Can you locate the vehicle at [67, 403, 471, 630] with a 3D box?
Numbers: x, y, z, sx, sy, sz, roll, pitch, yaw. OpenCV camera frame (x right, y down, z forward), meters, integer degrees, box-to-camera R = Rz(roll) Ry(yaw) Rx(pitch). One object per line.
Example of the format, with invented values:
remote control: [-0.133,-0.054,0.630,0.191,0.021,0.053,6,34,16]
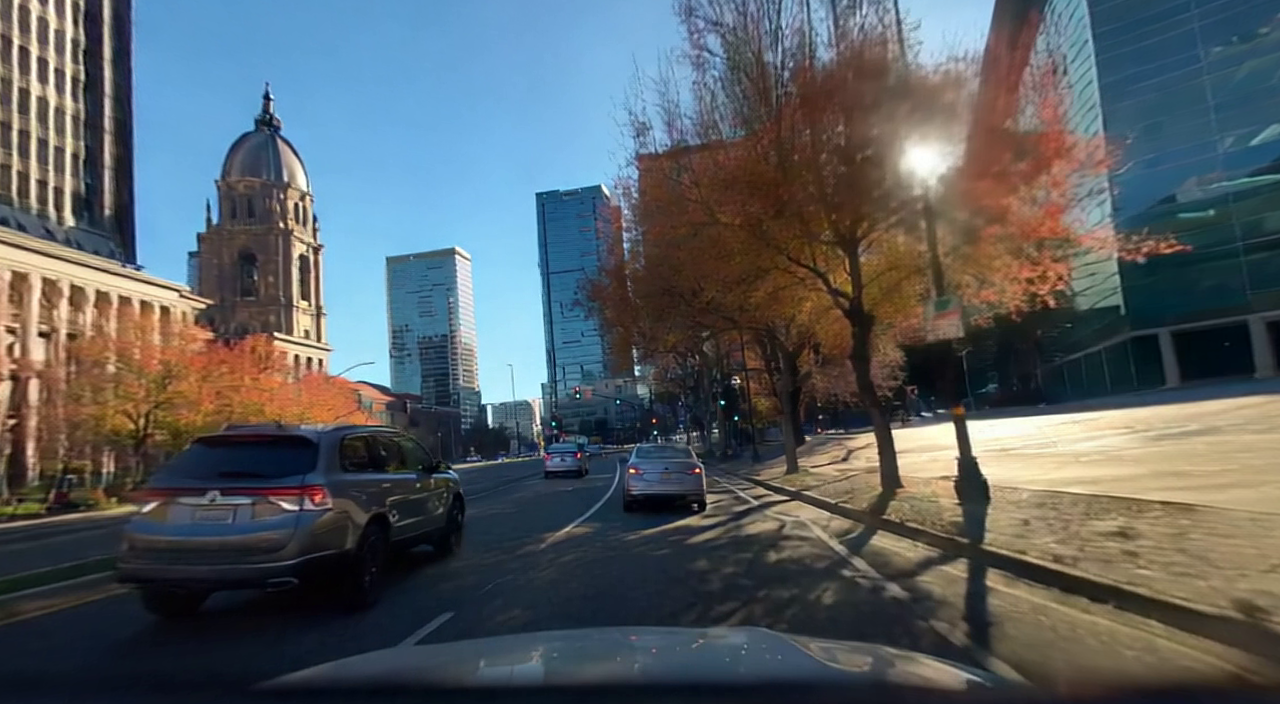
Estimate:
vehicle: [-3.211,1.476,6.509,1.848,1.641,3.686,0,-9,1]

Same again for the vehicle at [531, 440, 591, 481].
vehicle: [-3.125,4.379,25.808,1.961,1.517,4.202,0,-9,-1]

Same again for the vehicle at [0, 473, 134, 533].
vehicle: [-20.951,5.312,22.627,1.864,1.688,4.558,0,-9,-2]

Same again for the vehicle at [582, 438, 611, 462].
vehicle: [-3.329,7.599,49.041,1.969,1.764,4.160,0,-9,-1]

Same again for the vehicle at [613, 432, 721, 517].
vehicle: [0.425,2.475,13.226,1.933,1.504,3.802,0,-9,-2]
